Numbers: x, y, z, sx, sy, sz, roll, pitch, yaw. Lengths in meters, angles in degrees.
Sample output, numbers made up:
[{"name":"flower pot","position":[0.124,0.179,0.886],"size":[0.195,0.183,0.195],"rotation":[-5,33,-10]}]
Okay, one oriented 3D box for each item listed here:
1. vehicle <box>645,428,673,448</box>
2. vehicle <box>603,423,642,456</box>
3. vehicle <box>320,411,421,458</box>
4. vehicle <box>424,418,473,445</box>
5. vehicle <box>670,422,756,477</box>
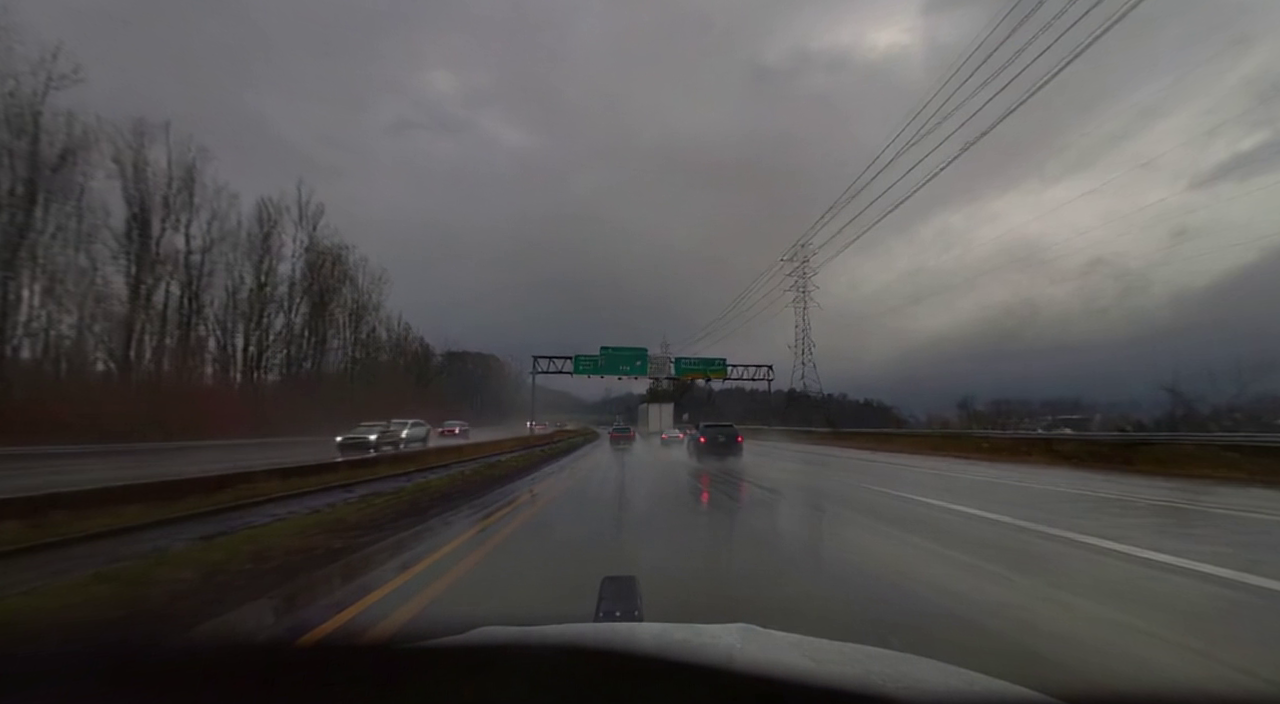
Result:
[{"name":"vehicle","position":[1.408,6.586,48.299],"size":[1.807,1.484,3.765],"rotation":[0,-8,-3]},{"name":"vehicle","position":[-0.938,4.746,34.152],"size":[2.019,1.642,3.790],"rotation":[0,-8,-1]},{"name":"vehicle","position":[-9.879,3.095,23.447],"size":[1.937,1.573,4.369],"rotation":[0,-8,-2]},{"name":"vehicle","position":[-14.092,5.900,46.581],"size":[2.185,1.904,4.842],"rotation":[0,-8,-1]},{"name":"vehicle","position":[2.229,3.122,20.334],"size":[2.062,1.581,3.914],"rotation":[0,-8,-4]}]
